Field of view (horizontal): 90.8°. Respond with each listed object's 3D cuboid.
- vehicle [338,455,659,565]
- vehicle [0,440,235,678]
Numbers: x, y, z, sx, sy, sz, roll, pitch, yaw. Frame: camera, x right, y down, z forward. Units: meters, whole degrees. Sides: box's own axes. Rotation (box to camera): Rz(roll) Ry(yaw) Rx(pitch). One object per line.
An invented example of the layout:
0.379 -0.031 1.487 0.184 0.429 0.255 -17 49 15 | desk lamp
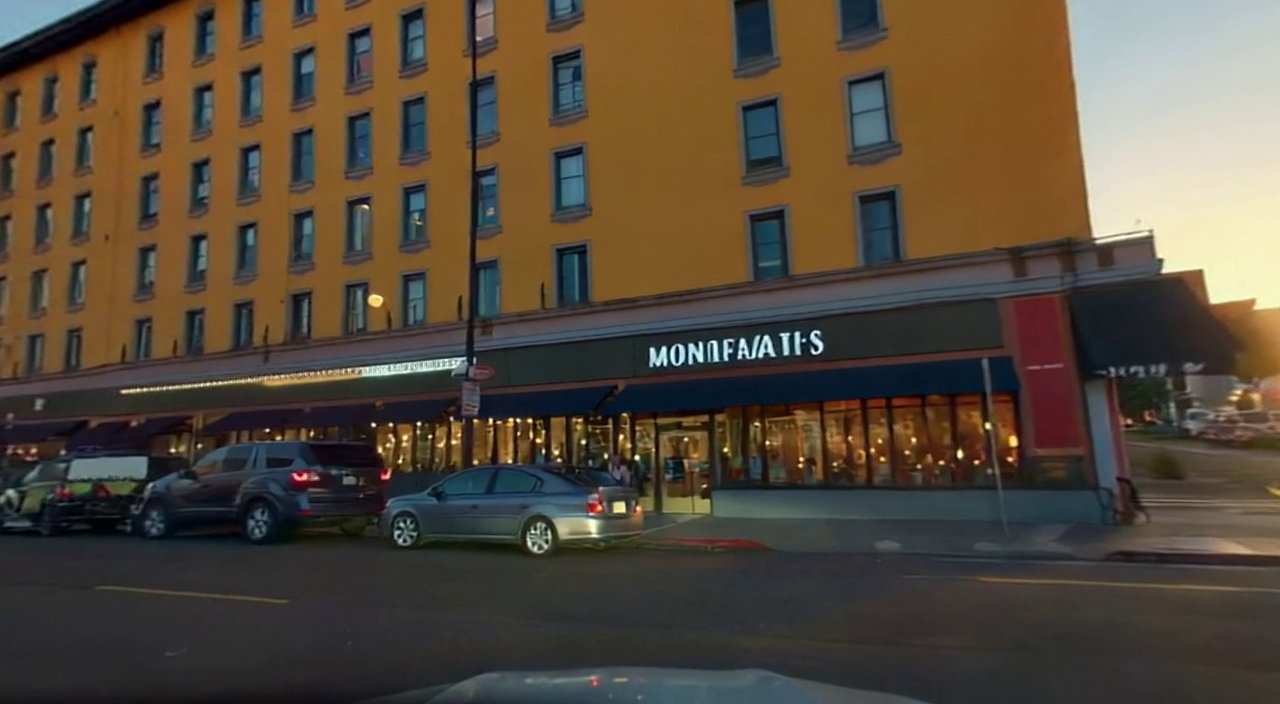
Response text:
-2.273 2.420 10.264 4.830 1.421 1.826 -4 -9 20 | vehicle
-5.765 1.489 5.237 4.330 1.458 1.932 -4 -9 25 | vehicle
